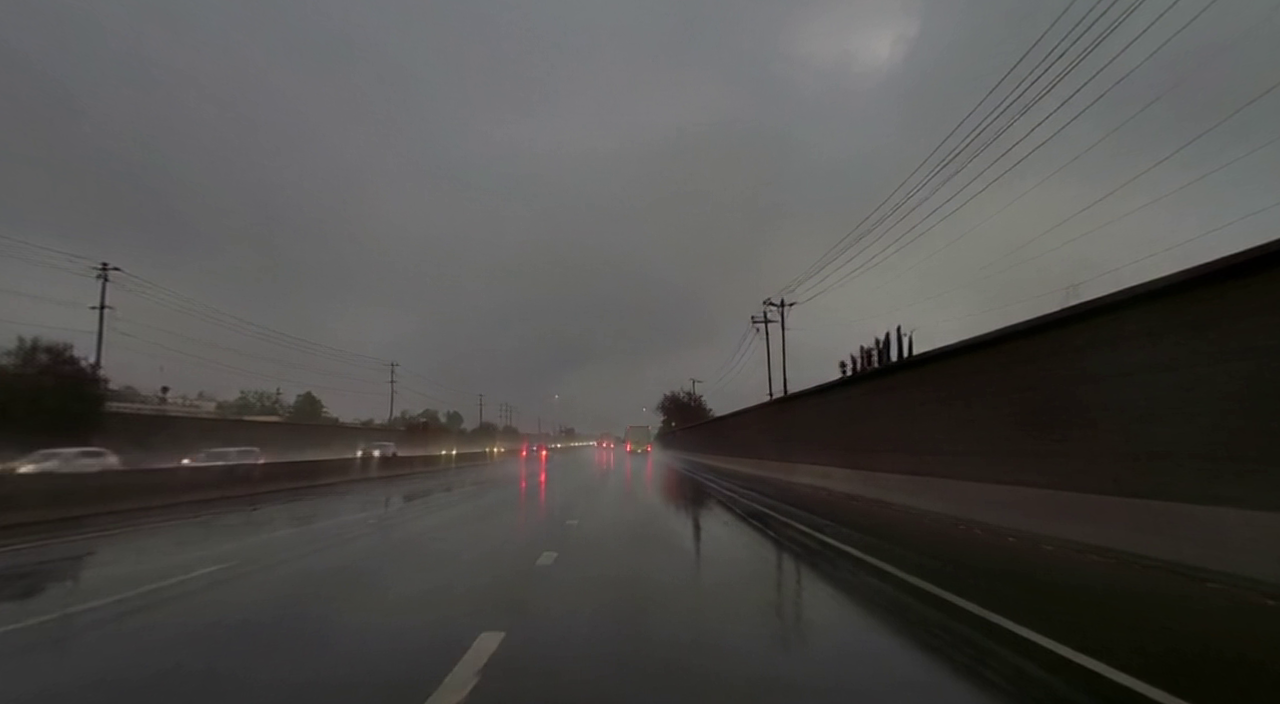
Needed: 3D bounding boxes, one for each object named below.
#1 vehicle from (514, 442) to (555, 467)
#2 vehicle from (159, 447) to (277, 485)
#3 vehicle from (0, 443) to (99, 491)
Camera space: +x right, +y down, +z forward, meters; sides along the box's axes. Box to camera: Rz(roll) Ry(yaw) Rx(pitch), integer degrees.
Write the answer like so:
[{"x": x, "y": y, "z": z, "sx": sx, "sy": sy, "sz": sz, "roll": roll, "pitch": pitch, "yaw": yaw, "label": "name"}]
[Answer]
[{"x": -7.269, "y": 7.095, "z": 43.980, "sx": 2.064, "sy": 1.642, "sz": 4.389, "roll": 0, "pitch": -8, "yaw": 0, "label": "vehicle"}, {"x": -17.960, "y": 4.860, "z": 27.172, "sx": 1.861, "sy": 1.454, "sz": 4.705, "roll": 0, "pitch": -8, "yaw": 0, "label": "vehicle"}, {"x": -21.803, "y": 3.983, "z": 22.019, "sx": 1.824, "sy": 1.544, "sz": 4.480, "roll": 0, "pitch": -8, "yaw": -1, "label": "vehicle"}]
